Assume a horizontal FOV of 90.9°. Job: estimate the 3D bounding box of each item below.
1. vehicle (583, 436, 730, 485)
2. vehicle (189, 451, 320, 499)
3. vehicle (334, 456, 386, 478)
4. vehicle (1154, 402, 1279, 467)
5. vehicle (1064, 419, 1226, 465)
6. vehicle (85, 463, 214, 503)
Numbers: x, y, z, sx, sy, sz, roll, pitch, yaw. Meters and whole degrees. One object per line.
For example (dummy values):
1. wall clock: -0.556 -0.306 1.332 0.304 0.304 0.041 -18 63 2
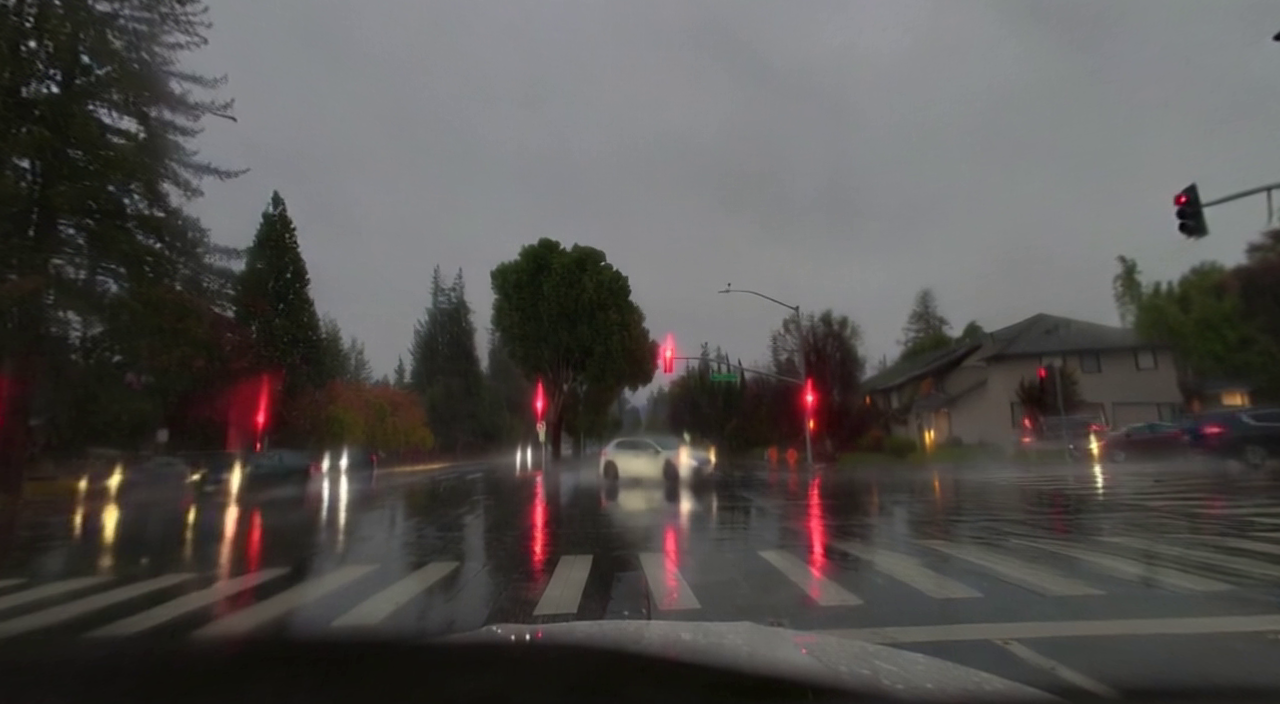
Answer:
1. vehicle: 0.485 3.691 21.723 4.749 1.496 2.017 -7 -11 36
2. vehicle: -13.667 4.334 22.716 1.973 1.511 4.299 0 -9 1
3. vehicle: -19.895 8.180 44.992 1.810 1.393 4.423 0 -9 -2
4. vehicle: 18.243 2.344 17.902 5.188 1.731 2.191 -1 -9 3
5. vehicle: 17.347 3.108 21.806 3.969 1.493 1.823 0 -9 1
6. vehicle: -20.945 5.585 27.204 1.872 1.455 4.576 0 -9 0
